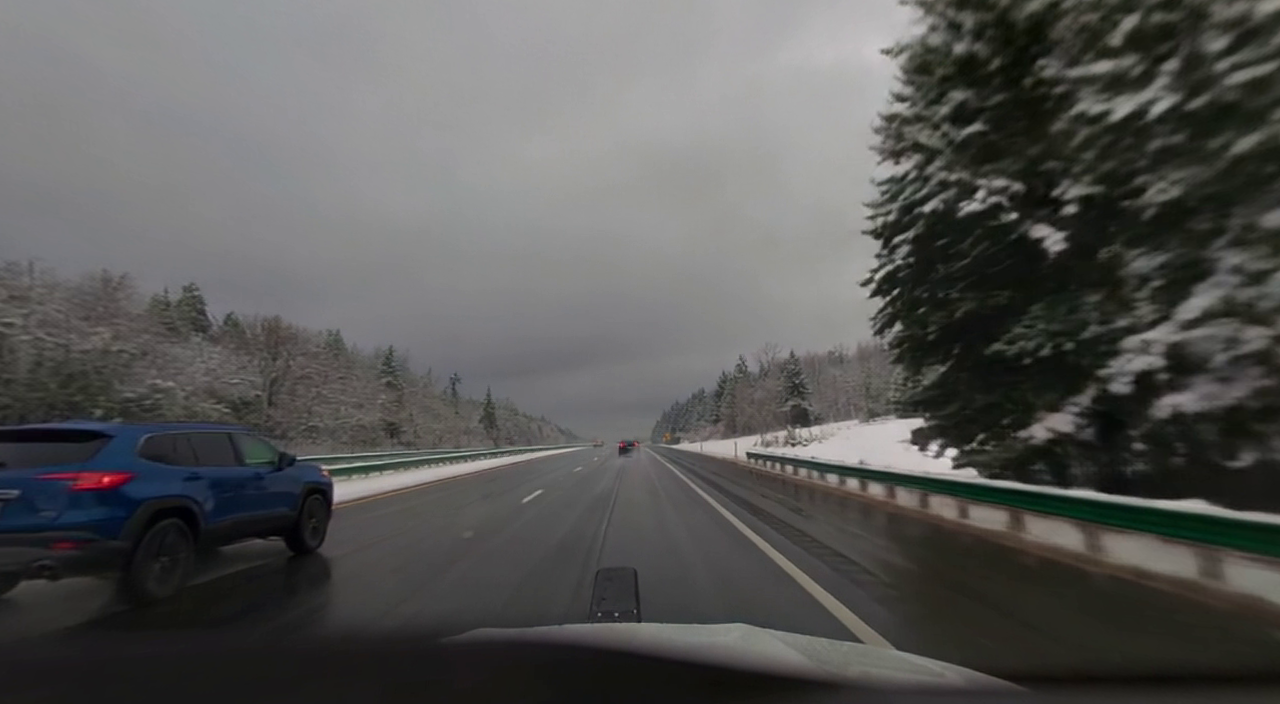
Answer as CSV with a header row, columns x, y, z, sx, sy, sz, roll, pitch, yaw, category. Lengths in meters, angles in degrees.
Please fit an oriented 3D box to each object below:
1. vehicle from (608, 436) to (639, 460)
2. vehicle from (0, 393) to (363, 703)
x,y,z,sx,sy,sz,roll,pitch,yaw,category
-1.018,5.984,39.463,1.836,1.450,3.519,0,-8,-1,vehicle
-4.242,1.213,4.853,2.072,1.545,4.767,0,-8,0,vehicle
